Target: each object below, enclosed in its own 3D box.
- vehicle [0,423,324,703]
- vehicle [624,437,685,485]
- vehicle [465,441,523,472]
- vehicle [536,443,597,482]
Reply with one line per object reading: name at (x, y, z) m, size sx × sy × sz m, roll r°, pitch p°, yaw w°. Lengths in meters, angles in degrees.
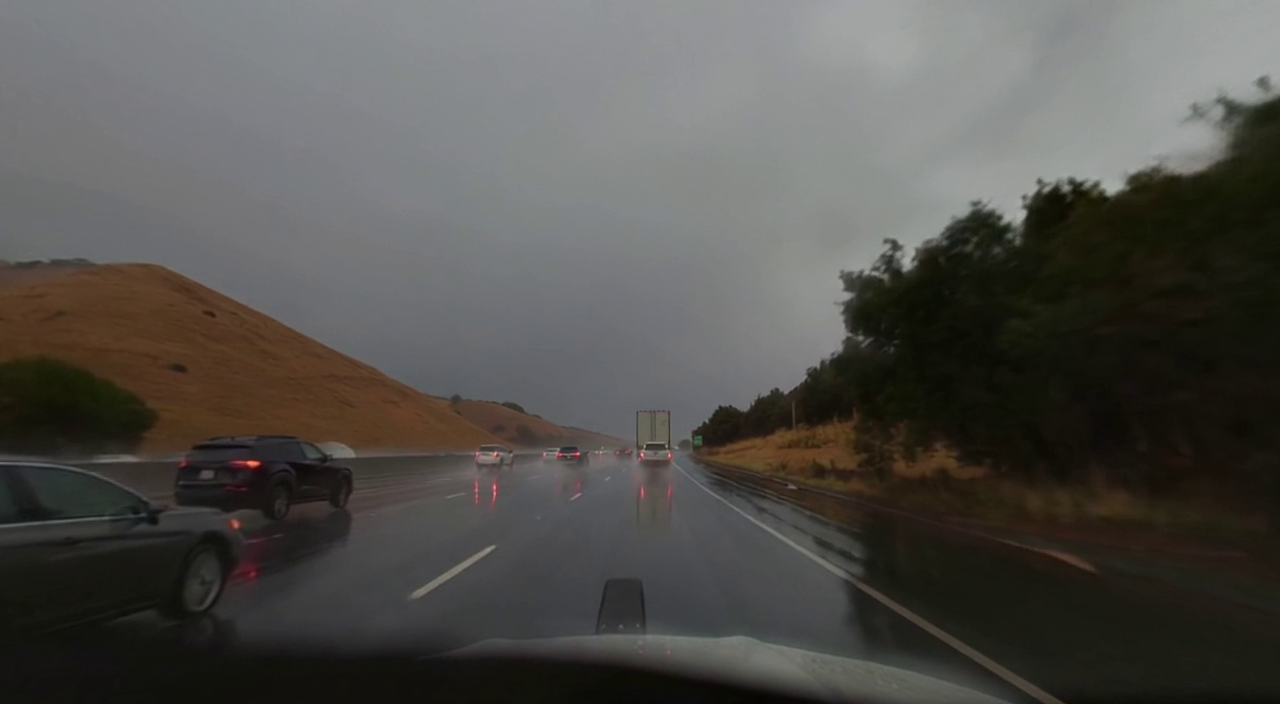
vehicle at (-3.894, 1.131, 3.390) m, size 1.943 × 1.468 × 4.547 m, roll 1°, pitch -9°, yaw 1°
vehicle at (0.586, 4.456, 26.022) m, size 2.281 × 1.795 × 4.297 m, roll 1°, pitch -9°, yaw 1°
vehicle at (-10.331, 7.451, 45.223) m, size 2.421 × 2.025 × 6.236 m, roll 0°, pitch -9°, yaw 2°
vehicle at (-3.354, 5.164, 29.780) m, size 2.155 × 1.661 × 4.477 m, roll 0°, pitch -9°, yaw 2°
